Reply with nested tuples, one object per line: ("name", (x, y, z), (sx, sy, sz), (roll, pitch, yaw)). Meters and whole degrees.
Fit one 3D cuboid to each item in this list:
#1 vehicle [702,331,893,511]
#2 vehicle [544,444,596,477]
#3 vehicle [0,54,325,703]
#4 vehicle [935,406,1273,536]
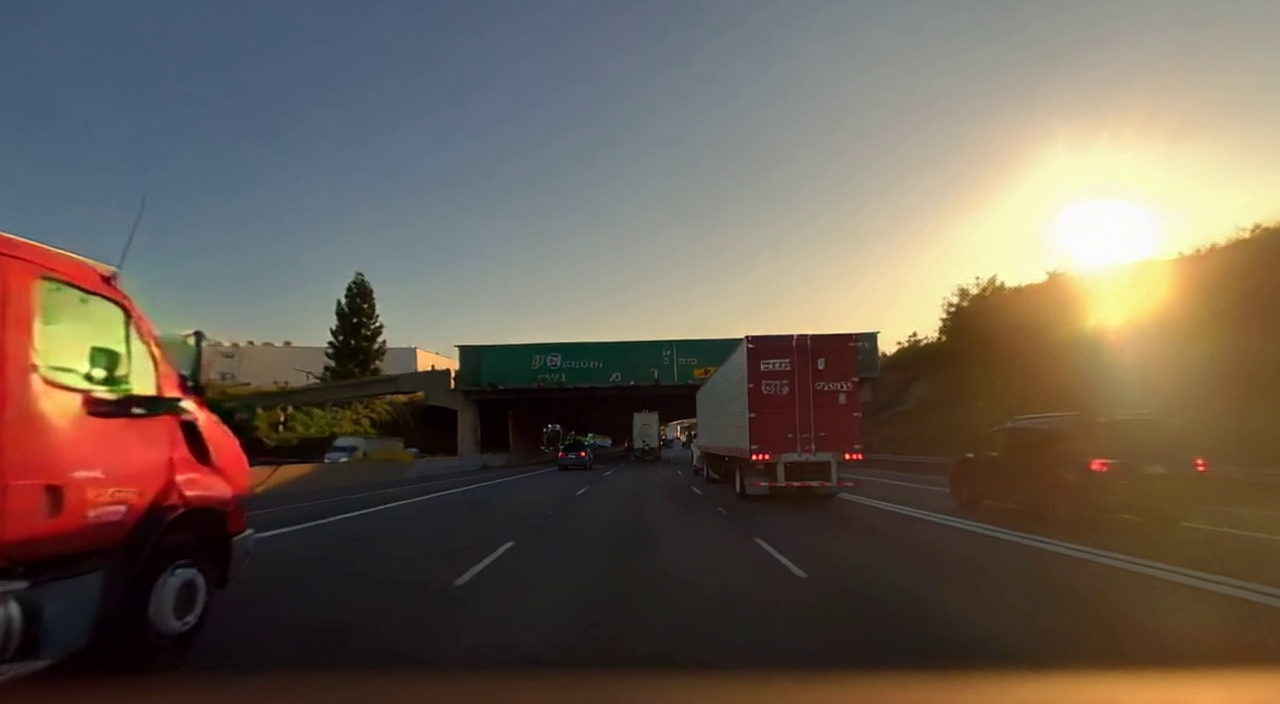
("vehicle", (4.119, 2.483, 20.711), (2.951, 3.974, 13.340), (0, -8, 1))
("vehicle", (-3.344, 5.292, 31.115), (2.024, 1.472, 4.014), (-1, -8, 1))
("vehicle", (-3.717, 0.159, 1.403), (2.557, 2.855, 6.674), (0, -9, 0))
("vehicle", (8.244, 2.191, 12.322), (2.216, 1.918, 5.742), (0, -9, 0))
